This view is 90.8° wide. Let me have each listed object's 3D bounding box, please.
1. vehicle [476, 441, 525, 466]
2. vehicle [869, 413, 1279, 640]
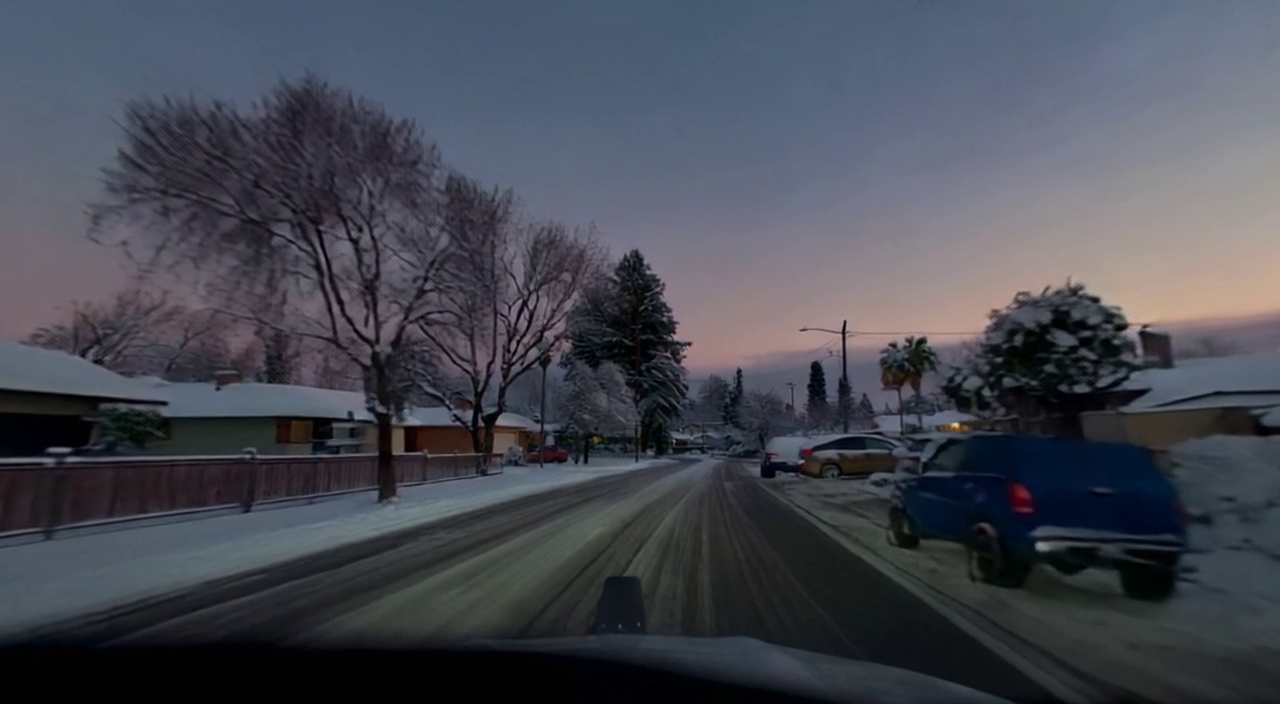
[{"bbox_3d":[-10.546,7.679,48.248,1.869,1.646,4.357,2,-7,13],"label":"vehicle"},{"bbox_3d":[4.448,1.640,7.037,2.051,1.676,4.497,0,-9,-1],"label":"vehicle"}]
